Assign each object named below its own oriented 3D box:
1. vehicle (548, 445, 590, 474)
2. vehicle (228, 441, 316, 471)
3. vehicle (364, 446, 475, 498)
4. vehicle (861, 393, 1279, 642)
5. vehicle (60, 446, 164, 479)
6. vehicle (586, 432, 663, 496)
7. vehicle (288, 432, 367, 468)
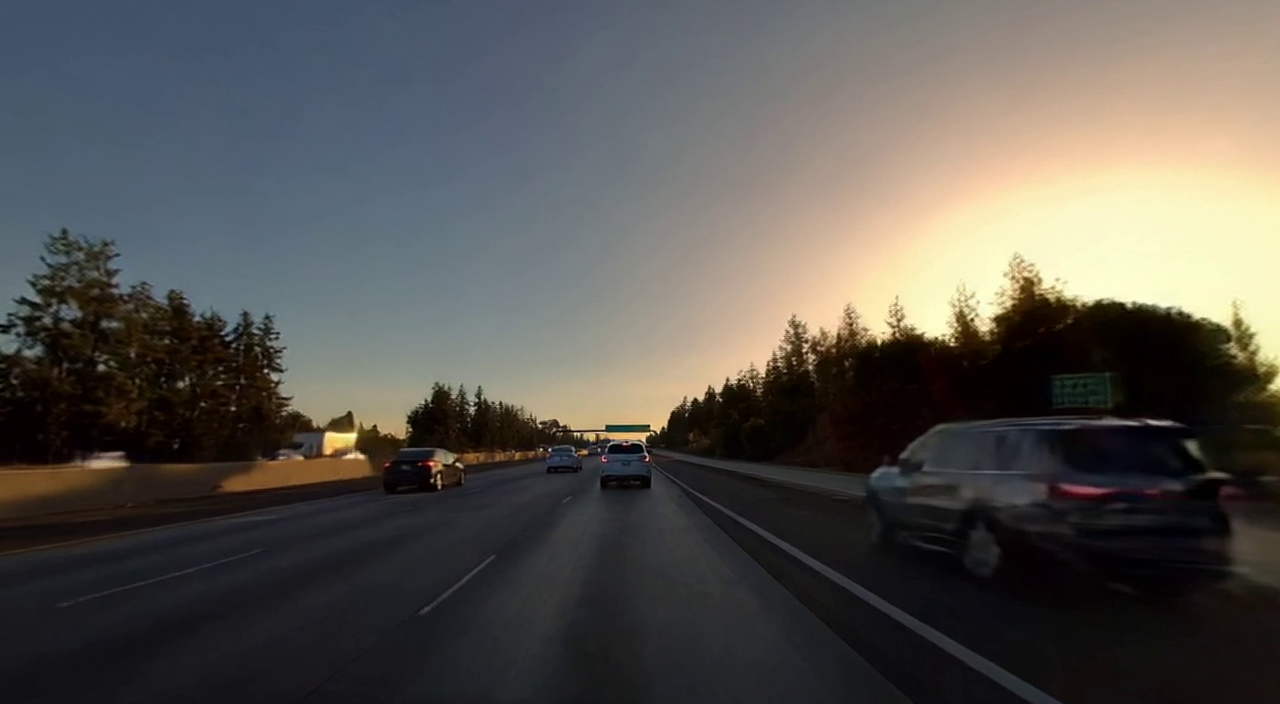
[{"bbox_3d":[-3.896,5.976,35.316,1.889,1.522,4.465,0,-9,-1],"label":"vehicle"},{"bbox_3d":[-22.970,6.508,39.595,2.220,1.730,5.503,0,-9,0],"label":"vehicle"},{"bbox_3d":[-7.036,3.851,20.711,1.892,1.468,4.792,0,-9,0],"label":"vehicle"},{"bbox_3d":[4.147,1.476,6.649,1.925,1.716,4.378,0,-9,-1],"label":"vehicle"},{"bbox_3d":[-26.650,5.574,31.988,1.795,1.541,4.027,0,-9,-1],"label":"vehicle"},{"bbox_3d":[-0.437,3.472,19.895,2.127,1.749,4.776,0,-9,0],"label":"vehicle"},{"bbox_3d":[-22.832,7.222,46.379,2.547,2.468,6.237,0,-9,0],"label":"vehicle"}]
